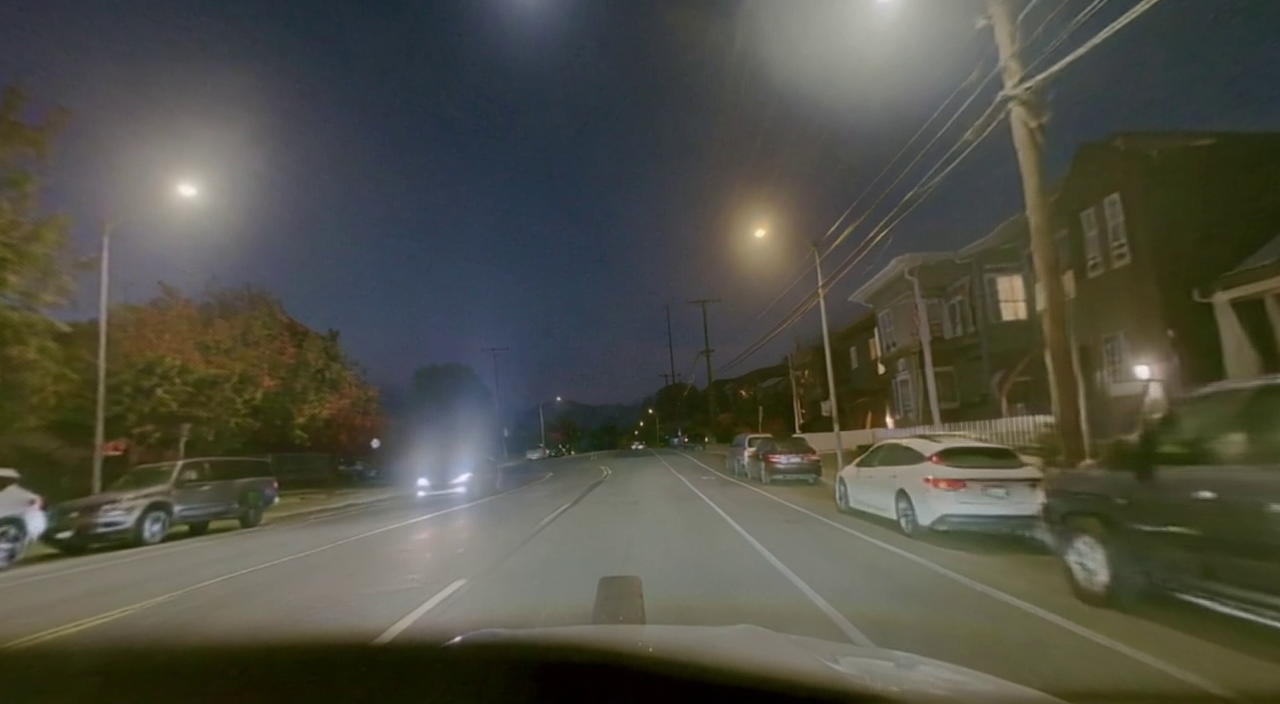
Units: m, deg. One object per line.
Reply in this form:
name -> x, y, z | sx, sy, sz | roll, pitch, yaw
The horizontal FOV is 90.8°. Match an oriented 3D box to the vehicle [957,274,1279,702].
vehicle -> 4.436, 0.754, 3.647 | 2.330, 2.160, 5.550 | 0, -8, 0

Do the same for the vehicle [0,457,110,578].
vehicle -> -11.069, 2.499, 9.080 | 2.089, 1.837, 5.499 | 0, -8, 1

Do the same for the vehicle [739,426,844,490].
vehicle -> 4.592, 3.308, 20.028 | 1.980, 1.773, 4.853 | 0, -8, -2

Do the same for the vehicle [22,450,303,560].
vehicle -> -10.811, 3.414, 15.181 | 2.282, 2.060, 5.738 | 0, -8, -1

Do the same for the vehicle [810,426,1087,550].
vehicle -> 4.544, 2.069, 10.457 | 2.001, 1.532, 5.029 | 0, -8, -1

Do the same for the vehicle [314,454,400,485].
vehicle -> -18.614, 7.670, 41.667 | 4.676, 1.846, 1.967 | 8, -12, -44

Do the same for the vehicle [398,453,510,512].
vehicle -> -5.480, 3.860, 19.252 | 1.948, 1.502, 4.434 | -1, -8, 2
